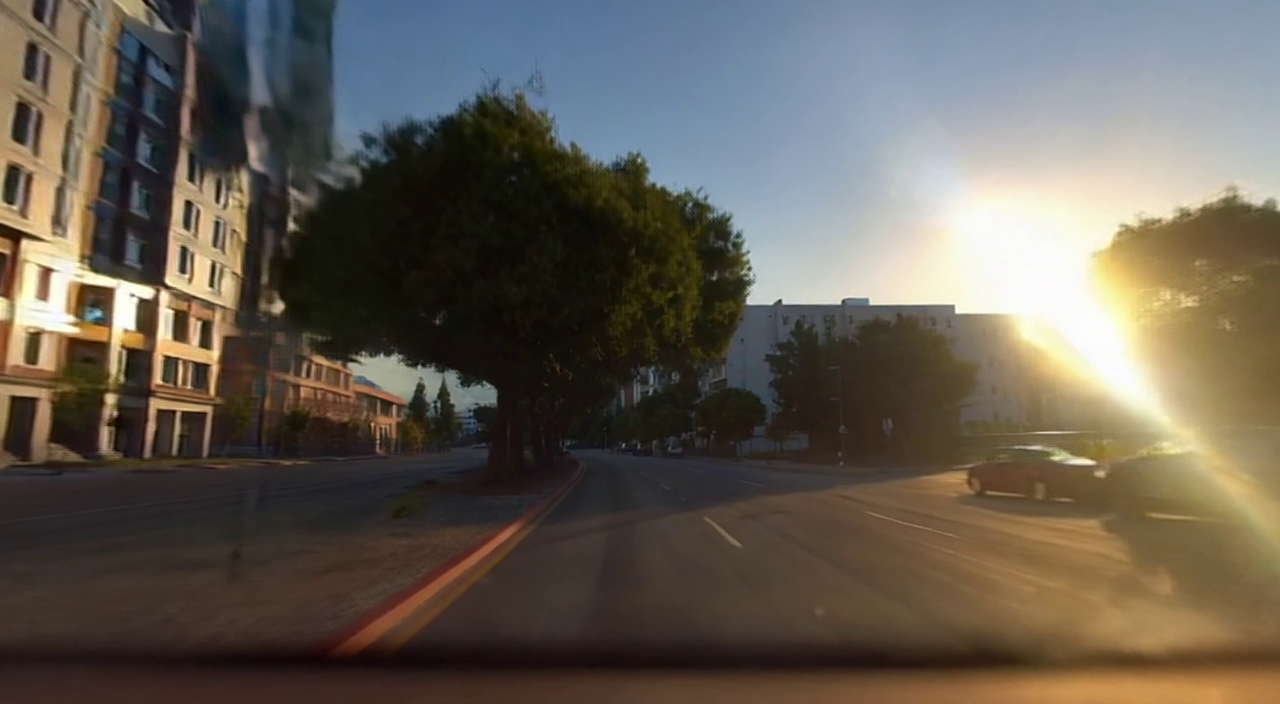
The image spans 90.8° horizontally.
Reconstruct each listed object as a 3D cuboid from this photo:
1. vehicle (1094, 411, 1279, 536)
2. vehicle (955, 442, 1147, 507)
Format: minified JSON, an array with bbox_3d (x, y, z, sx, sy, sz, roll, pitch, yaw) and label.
[{"bbox_3d":[10.585,1.959,10.426,2.211,1.831,5.275,0,-9,0],"label":"vehicle"},{"bbox_3d":[10.480,3.116,16.644,1.891,1.460,4.514,0,-9,-2],"label":"vehicle"}]
